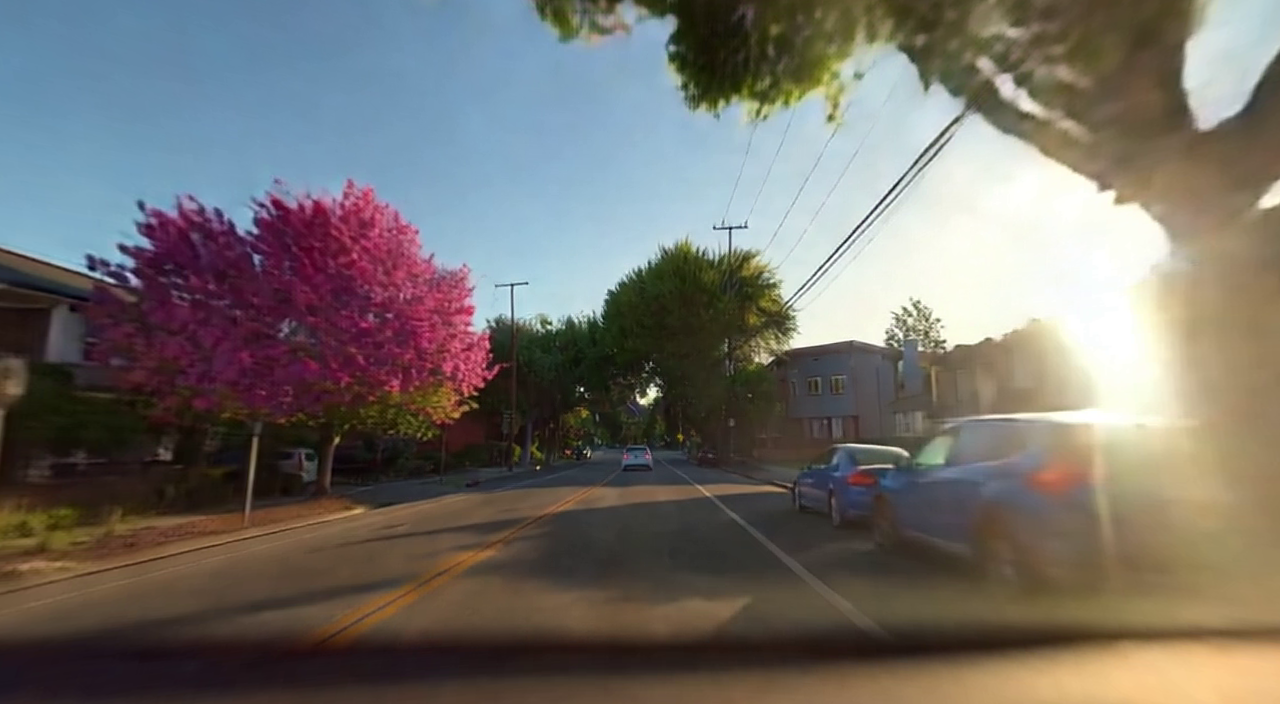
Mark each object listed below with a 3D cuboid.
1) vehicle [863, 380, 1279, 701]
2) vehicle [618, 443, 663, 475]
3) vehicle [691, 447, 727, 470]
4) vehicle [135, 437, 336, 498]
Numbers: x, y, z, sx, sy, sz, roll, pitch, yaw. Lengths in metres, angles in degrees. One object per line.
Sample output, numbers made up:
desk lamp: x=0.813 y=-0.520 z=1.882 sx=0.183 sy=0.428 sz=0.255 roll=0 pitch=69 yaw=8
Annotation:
vehicle: x=4.122 y=1.446 z=6.185 sx=2.100 sy=1.830 sz=5.040 roll=0 pitch=-8 yaw=1
vehicle: x=0.053 y=5.293 z=31.338 sx=2.104 sy=1.500 sz=3.815 roll=0 pitch=-8 yaw=0
vehicle: x=4.840 y=7.523 z=44.744 sx=1.977 sy=1.481 sz=5.155 roll=0 pitch=-8 yaw=0
vehicle: x=-15.509 y=4.476 z=24.436 sx=6.278 sy=1.911 sz=2.173 roll=-3 pitch=-10 yaw=-1
